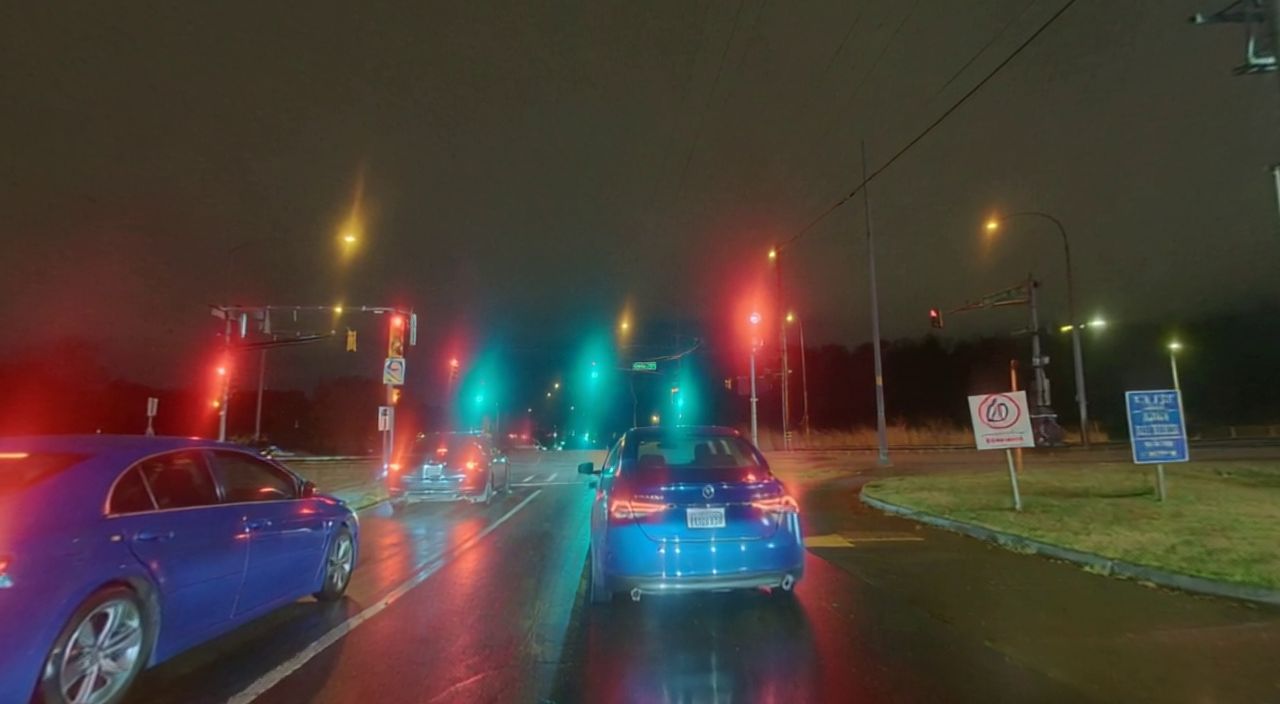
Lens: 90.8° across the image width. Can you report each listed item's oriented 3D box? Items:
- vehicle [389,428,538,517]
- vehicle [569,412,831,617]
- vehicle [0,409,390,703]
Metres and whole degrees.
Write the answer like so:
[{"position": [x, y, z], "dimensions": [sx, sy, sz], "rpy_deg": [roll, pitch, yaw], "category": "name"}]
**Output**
[{"position": [-3.362, 2.373, 12.912], "dimensions": [1.984, 1.505, 3.982], "rpy_deg": [0, -9, -2], "category": "vehicle"}, {"position": [0.358, 1.528, 6.844], "dimensions": [1.998, 1.529, 3.960], "rpy_deg": [0, -9, -3], "category": "vehicle"}, {"position": [-3.708, 1.260, 4.538], "dimensions": [1.956, 1.468, 4.585], "rpy_deg": [0, -8, 0], "category": "vehicle"}]
